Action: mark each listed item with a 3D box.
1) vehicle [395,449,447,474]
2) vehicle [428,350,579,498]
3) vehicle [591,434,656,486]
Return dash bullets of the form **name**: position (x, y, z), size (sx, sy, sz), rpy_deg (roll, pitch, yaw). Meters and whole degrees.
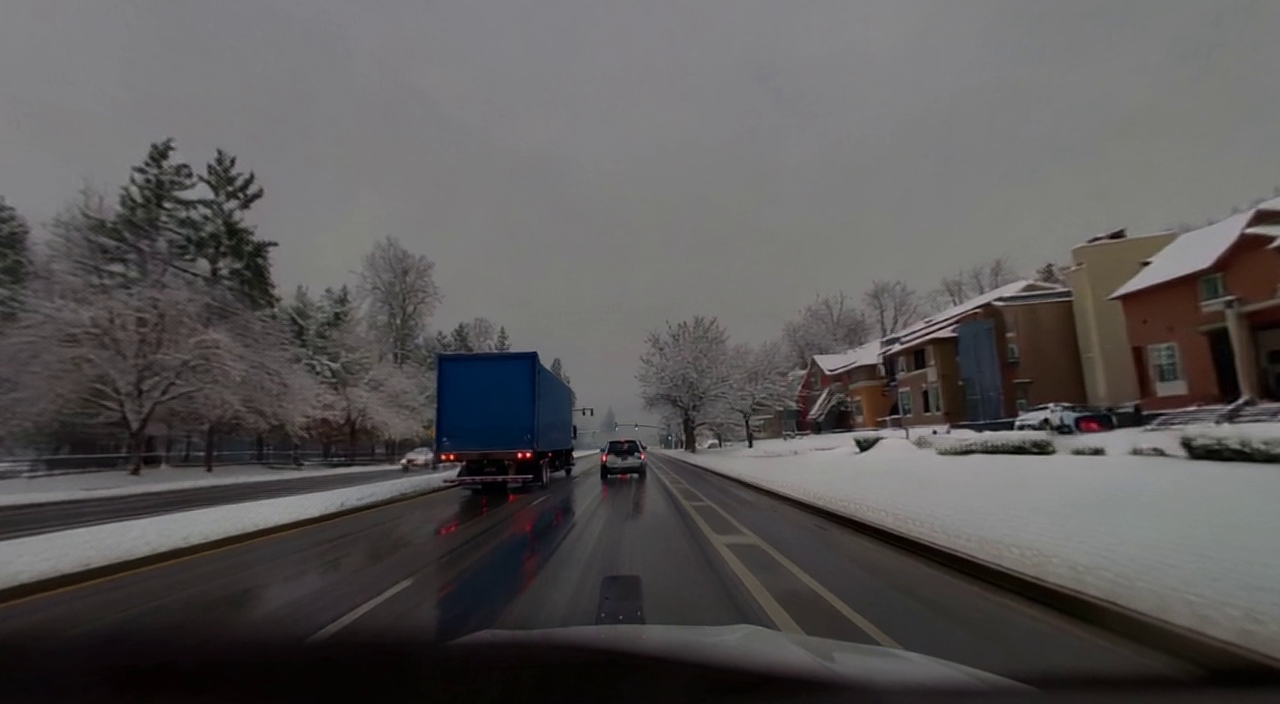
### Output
- **vehicle**: position (-14.729, 7.385, 42.759), size (1.993, 1.568, 4.645), rpy_deg (0, -10, -2)
- **vehicle**: position (-4.084, 2.638, 21.902), size (2.996, 3.902, 10.410), rpy_deg (0, -9, -1)
- **vehicle**: position (-0.558, 3.829, 22.624), size (2.094, 1.682, 3.866), rpy_deg (0, -9, -1)
